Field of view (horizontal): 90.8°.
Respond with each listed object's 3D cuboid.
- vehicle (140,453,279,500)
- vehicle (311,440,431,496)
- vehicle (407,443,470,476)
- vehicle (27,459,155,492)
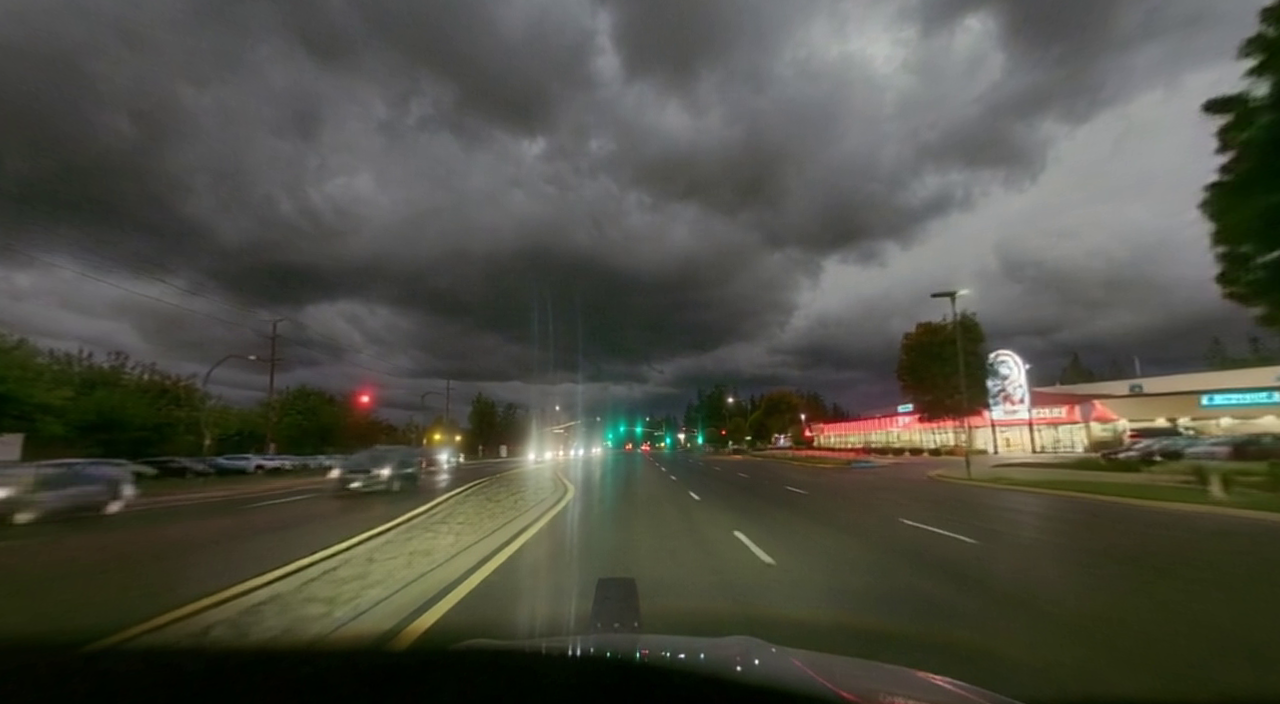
[{"bbox_3d":[-15.200,4.390,22.677,1.844,1.472,4.429,0,-9,0],"label":"vehicle"},{"bbox_3d":[-8.818,3.831,21.219,2.043,1.651,4.441,0,-9,0],"label":"vehicle"},{"bbox_3d":[-11.746,6.287,37.239,2.066,1.798,4.838,0,-9,0],"label":"vehicle"},{"bbox_3d":[-28.009,6.296,32.434,4.496,1.428,1.979,3,-11,-26],"label":"vehicle"}]
